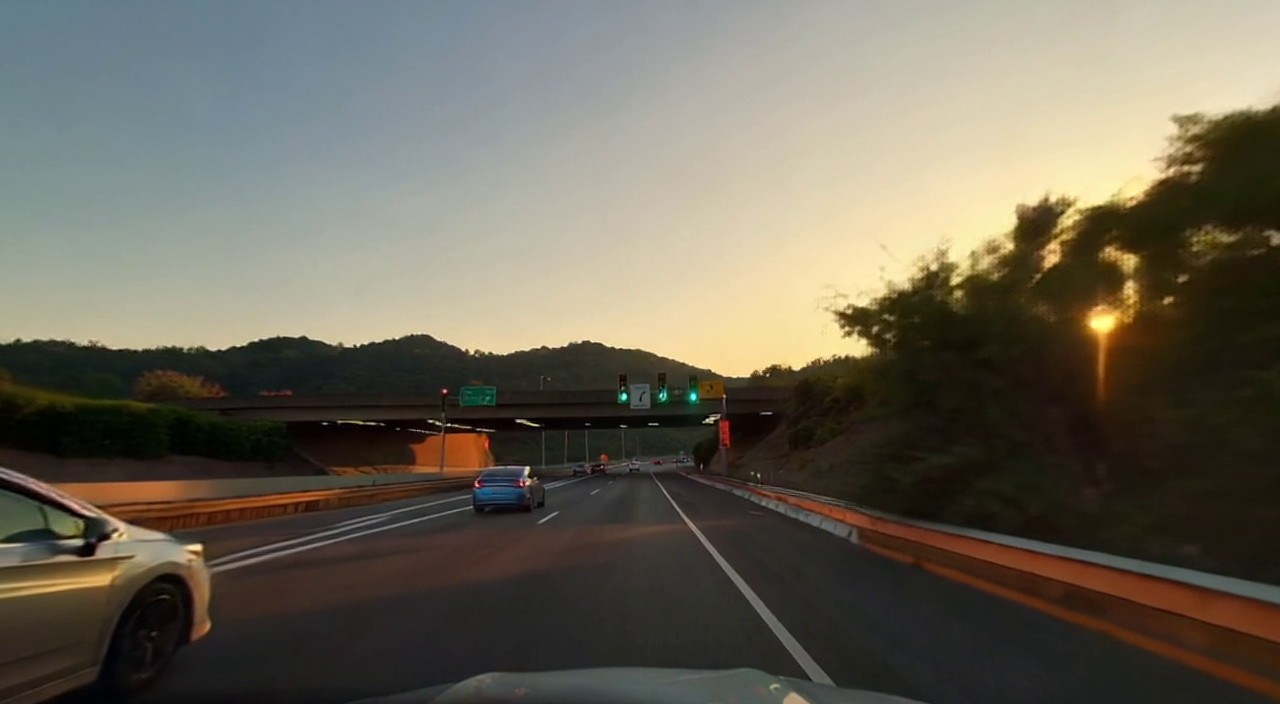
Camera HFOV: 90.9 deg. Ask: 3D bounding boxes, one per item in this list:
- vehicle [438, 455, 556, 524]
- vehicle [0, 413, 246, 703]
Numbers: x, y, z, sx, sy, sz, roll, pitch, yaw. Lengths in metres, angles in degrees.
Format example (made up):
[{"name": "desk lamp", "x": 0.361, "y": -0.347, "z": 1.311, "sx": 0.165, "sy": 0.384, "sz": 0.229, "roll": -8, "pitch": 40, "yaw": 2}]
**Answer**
[{"name": "vehicle", "x": -3.395, "y": 3.361, "z": 15.735, "sx": 1.992, "sy": 1.466, "sz": 3.690, "roll": 1, "pitch": -10, "yaw": 1}, {"name": "vehicle", "x": -3.684, "y": 0.829, "z": 1.658, "sx": 2.023, "sy": 1.507, "sz": 5.082, "roll": 1, "pitch": -10, "yaw": 0}]
